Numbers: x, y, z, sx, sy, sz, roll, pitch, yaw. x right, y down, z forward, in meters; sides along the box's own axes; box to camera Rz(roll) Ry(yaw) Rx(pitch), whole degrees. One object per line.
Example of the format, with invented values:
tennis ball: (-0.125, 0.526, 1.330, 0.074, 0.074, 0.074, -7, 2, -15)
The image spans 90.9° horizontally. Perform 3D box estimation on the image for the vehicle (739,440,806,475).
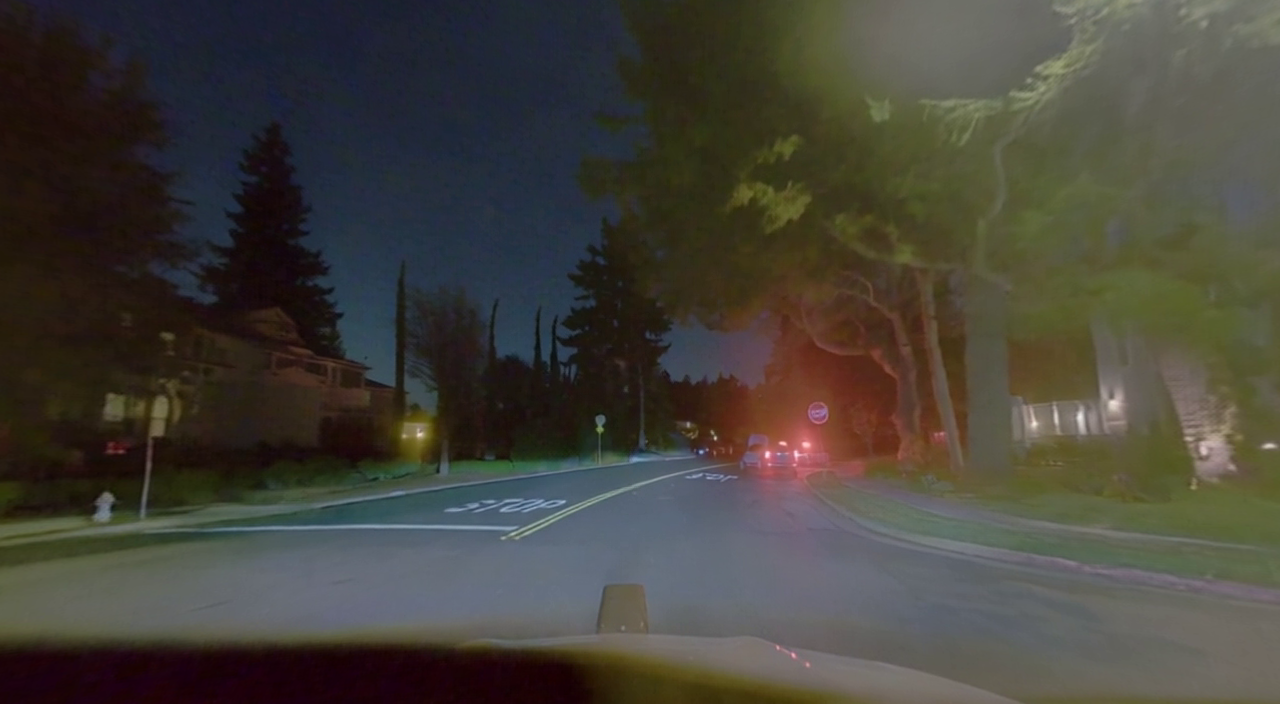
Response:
vehicle: (6.953, 5.423, 32.610, 2.692, 1.649, 4.689, -3, -9, 20)
